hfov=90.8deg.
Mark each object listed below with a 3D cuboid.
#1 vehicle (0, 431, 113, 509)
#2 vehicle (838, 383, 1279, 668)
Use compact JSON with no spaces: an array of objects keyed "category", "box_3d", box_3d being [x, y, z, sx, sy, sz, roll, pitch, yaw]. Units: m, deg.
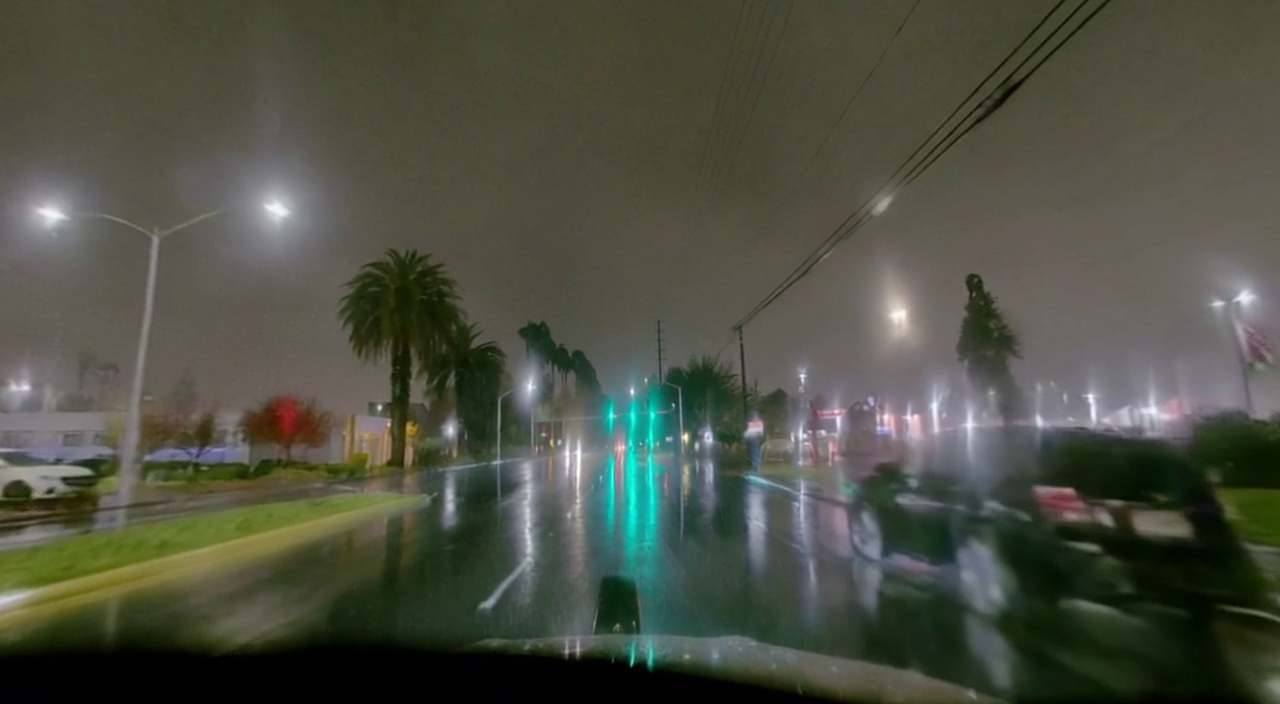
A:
[{"category":"vehicle","box_3d":[-19.411,3.687,20.195,6.167,2.125,2.526,-7,-10,38]},{"category":"vehicle","box_3d":[3.761,1.407,6.165,2.138,1.743,4.363,1,-9,-2]}]
